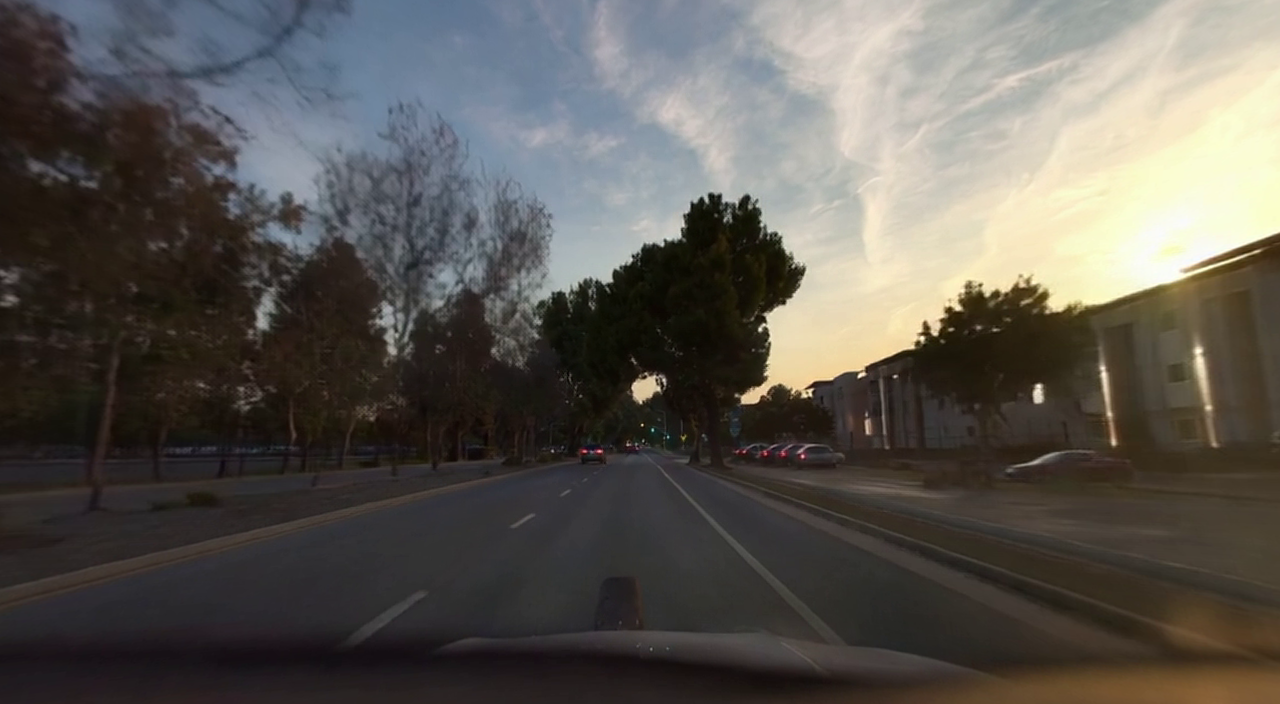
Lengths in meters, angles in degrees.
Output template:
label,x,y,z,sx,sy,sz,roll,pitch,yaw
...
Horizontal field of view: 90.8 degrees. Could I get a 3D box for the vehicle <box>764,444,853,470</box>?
label,x,y,z,sx,sy,sz,roll,pitch,yaw
vehicle,9.662,6.022,36.433,4.466,1.440,2.091,1,-8,-5

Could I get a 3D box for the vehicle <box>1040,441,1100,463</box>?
label,x,y,z,sx,sy,sz,roll,pitch,yaw
vehicle,33.791,7.857,49.729,1.852,1.604,3.693,1,-8,-5

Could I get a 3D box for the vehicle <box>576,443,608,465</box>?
label,x,y,z,sx,sy,sz,roll,pitch,yaw
vehicle,-3.457,7.371,45.885,2.030,1.550,3.925,0,-8,0

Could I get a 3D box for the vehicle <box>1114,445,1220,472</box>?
label,x,y,z,sx,sy,sz,roll,pitch,yaw
vehicle,30.402,6.105,36.654,1.791,1.444,4.603,1,-8,-8
